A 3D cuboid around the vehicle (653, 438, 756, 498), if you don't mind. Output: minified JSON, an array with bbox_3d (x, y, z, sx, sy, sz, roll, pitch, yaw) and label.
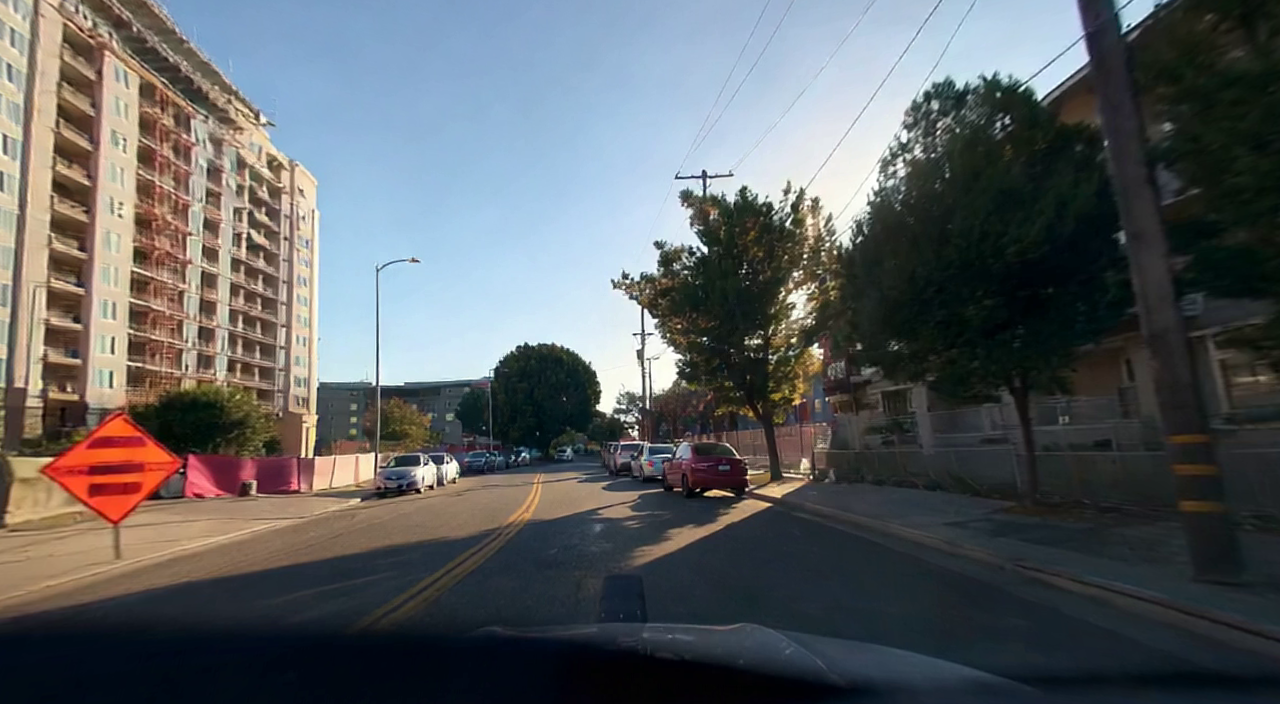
[{"bbox_3d":[1.795,3.478,19.347,1.976,1.588,4.968,1,-9,-8],"label":"vehicle"}]

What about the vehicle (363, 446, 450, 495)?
[{"bbox_3d":[-8.937,4.616,24.552,1.996,1.578,4.806,-3,-11,-5],"label":"vehicle"}]

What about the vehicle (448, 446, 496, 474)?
[{"bbox_3d":[-11.860,7.639,44.863,2.194,1.861,5.725,1,-9,-4],"label":"vehicle"}]
